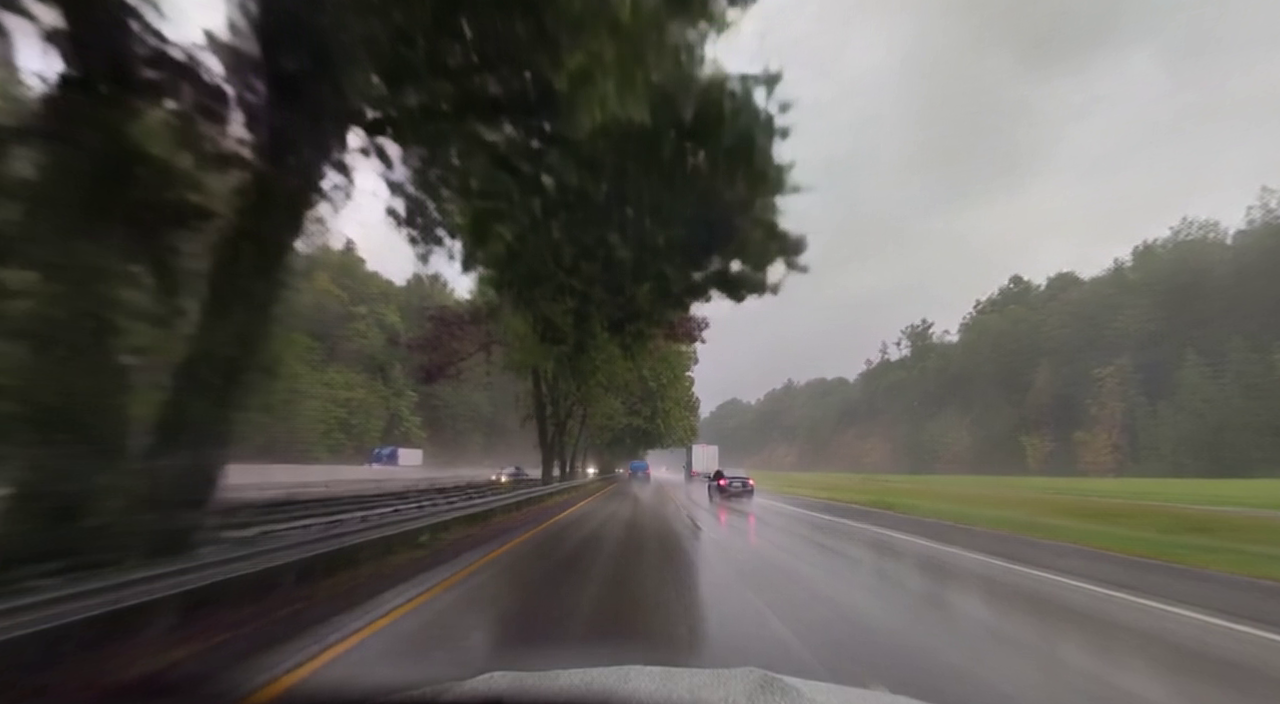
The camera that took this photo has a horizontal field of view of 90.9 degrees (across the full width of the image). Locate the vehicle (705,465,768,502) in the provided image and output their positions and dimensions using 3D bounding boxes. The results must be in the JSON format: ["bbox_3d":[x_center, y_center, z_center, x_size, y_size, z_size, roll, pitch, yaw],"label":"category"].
[{"bbox_3d":[4.367,6.057,29.343,2.073,1.532,4.969,1,-10,-1],"label":"vehicle"}]

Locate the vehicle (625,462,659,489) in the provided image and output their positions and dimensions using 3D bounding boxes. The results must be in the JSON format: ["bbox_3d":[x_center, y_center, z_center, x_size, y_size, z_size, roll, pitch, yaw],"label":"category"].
[{"bbox_3d":[0.155,8.509,43.483,2.212,1.717,4.452,0,-10,1],"label":"vehicle"}]
